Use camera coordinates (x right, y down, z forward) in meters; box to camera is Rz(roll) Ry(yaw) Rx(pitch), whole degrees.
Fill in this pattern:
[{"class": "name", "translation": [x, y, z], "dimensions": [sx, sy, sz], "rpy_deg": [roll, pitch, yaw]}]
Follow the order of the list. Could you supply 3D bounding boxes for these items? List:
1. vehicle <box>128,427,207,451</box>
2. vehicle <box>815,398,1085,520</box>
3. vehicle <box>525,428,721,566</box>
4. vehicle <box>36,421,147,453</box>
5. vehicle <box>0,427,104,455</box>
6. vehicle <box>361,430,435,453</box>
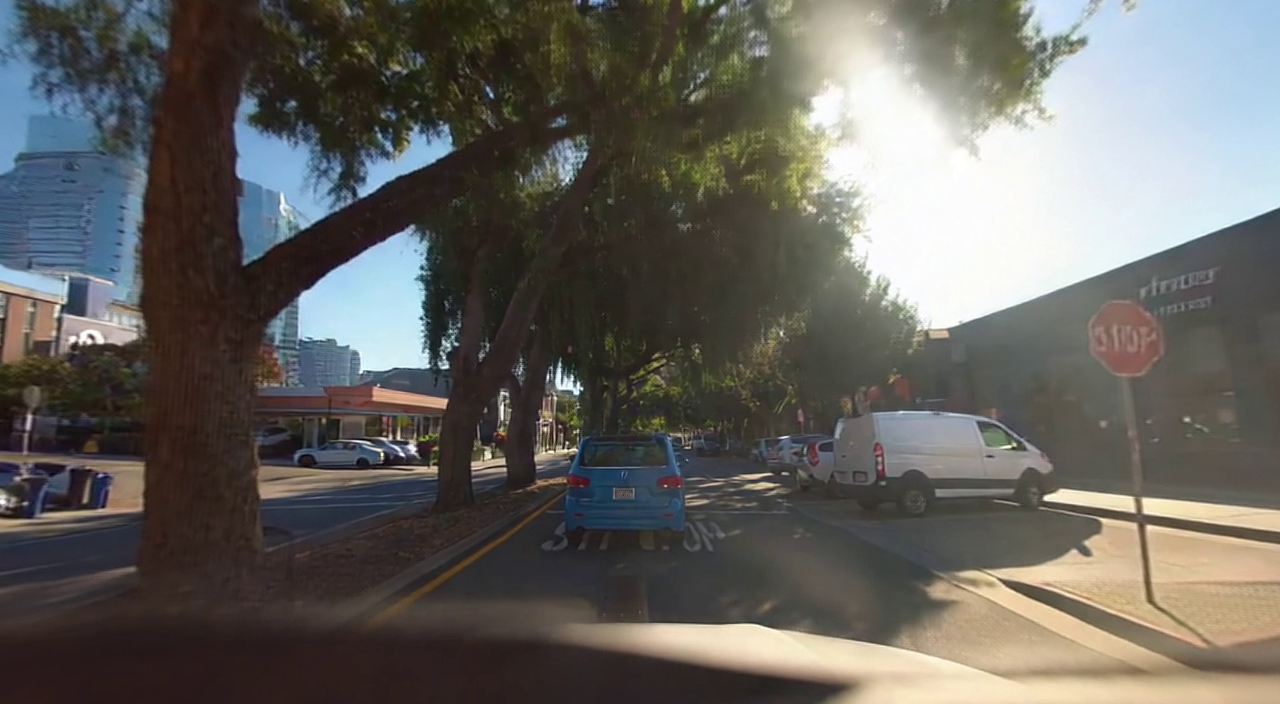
[{"class": "vehicle", "translation": [-31.962, 5.892, 42.803], "dimensions": [3.915, 1.574, 1.850], "rpy_deg": [0, -9, 3]}, {"class": "vehicle", "translation": [6.588, 2.215, 13.397], "dimensions": [5.385, 2.146, 2.143], "rpy_deg": [4, -9, -26]}, {"class": "vehicle", "translation": [-0.242, 1.876, 9.013], "dimensions": [2.065, 1.450, 4.522], "rpy_deg": [0, -9, -2]}, {"class": "vehicle", "translation": [-31.962, 4.998, 36.909], "dimensions": [4.438, 1.814, 2.044], "rpy_deg": [0, -9, -2]}, {"class": "vehicle", "translation": [-31.925, 4.785, 34.046], "dimensions": [4.168, 1.458, 1.904], "rpy_deg": [0, -9, -3]}, {"class": "vehicle", "translation": [-18.537, 6.869, 48.522], "dimensions": [4.892, 1.679, 1.927], "rpy_deg": [1, -9, -7]}]
